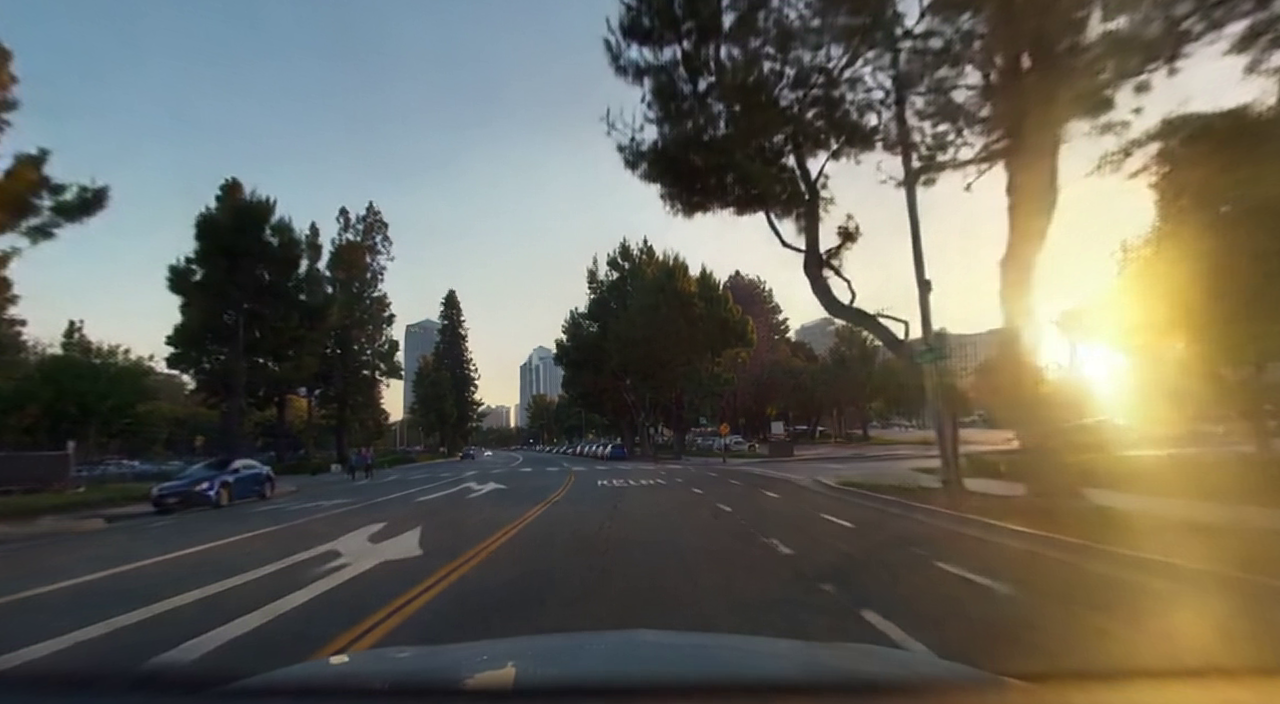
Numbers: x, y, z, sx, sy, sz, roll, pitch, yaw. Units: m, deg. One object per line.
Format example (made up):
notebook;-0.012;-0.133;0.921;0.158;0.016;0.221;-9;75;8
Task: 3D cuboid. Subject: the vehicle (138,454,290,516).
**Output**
vehicle;-13.713;4.279;20.753;2.090;1.680;4.434;-3;-10;-4
